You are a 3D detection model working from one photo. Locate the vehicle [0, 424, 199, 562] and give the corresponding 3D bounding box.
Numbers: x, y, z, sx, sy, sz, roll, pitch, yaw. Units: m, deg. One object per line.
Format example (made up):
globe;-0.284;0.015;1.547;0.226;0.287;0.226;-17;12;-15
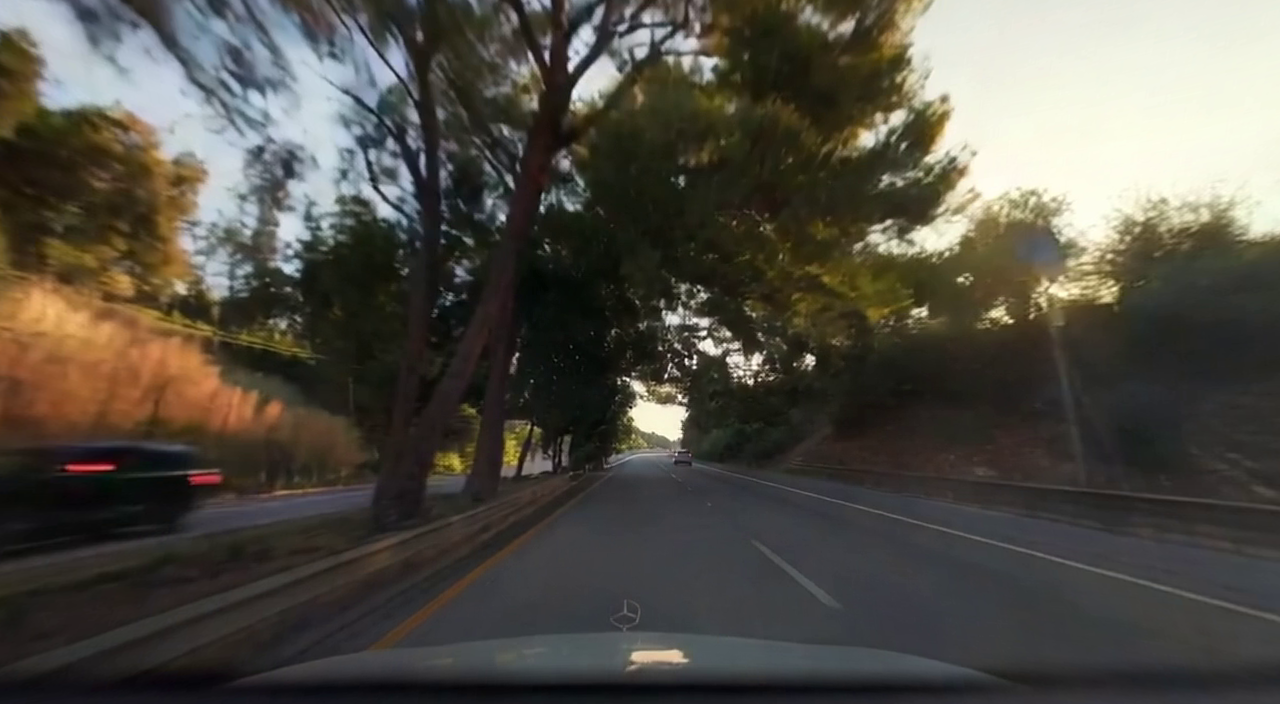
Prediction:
vehicle;-9.302;2.014;9.453;2.177;1.747;4.436;0;-9;0
